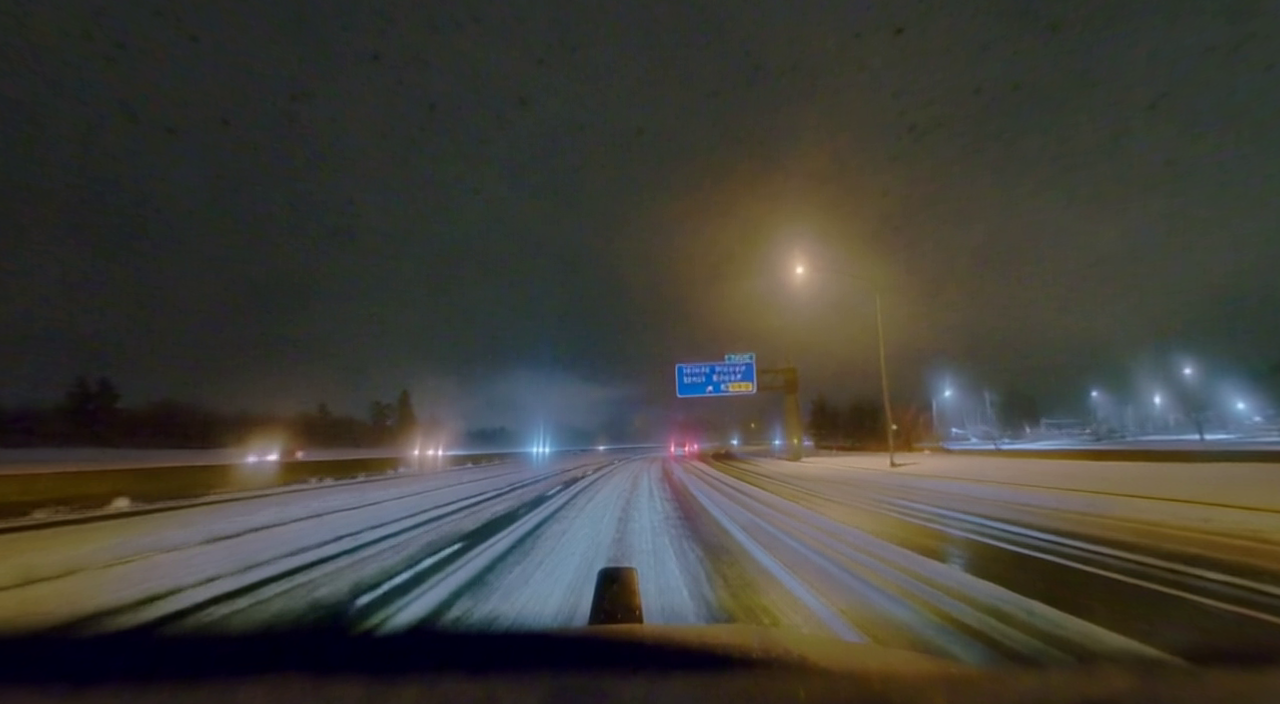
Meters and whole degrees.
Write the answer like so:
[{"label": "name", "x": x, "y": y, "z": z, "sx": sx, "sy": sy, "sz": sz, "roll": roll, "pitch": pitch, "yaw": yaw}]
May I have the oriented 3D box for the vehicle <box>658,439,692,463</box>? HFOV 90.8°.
[{"label": "vehicle", "x": 2.589, "y": 7.419, "z": 47.500, "sx": 2.224, "sy": 1.738, "sz": 4.376, "roll": 0, "pitch": -9, "yaw": -1}]
